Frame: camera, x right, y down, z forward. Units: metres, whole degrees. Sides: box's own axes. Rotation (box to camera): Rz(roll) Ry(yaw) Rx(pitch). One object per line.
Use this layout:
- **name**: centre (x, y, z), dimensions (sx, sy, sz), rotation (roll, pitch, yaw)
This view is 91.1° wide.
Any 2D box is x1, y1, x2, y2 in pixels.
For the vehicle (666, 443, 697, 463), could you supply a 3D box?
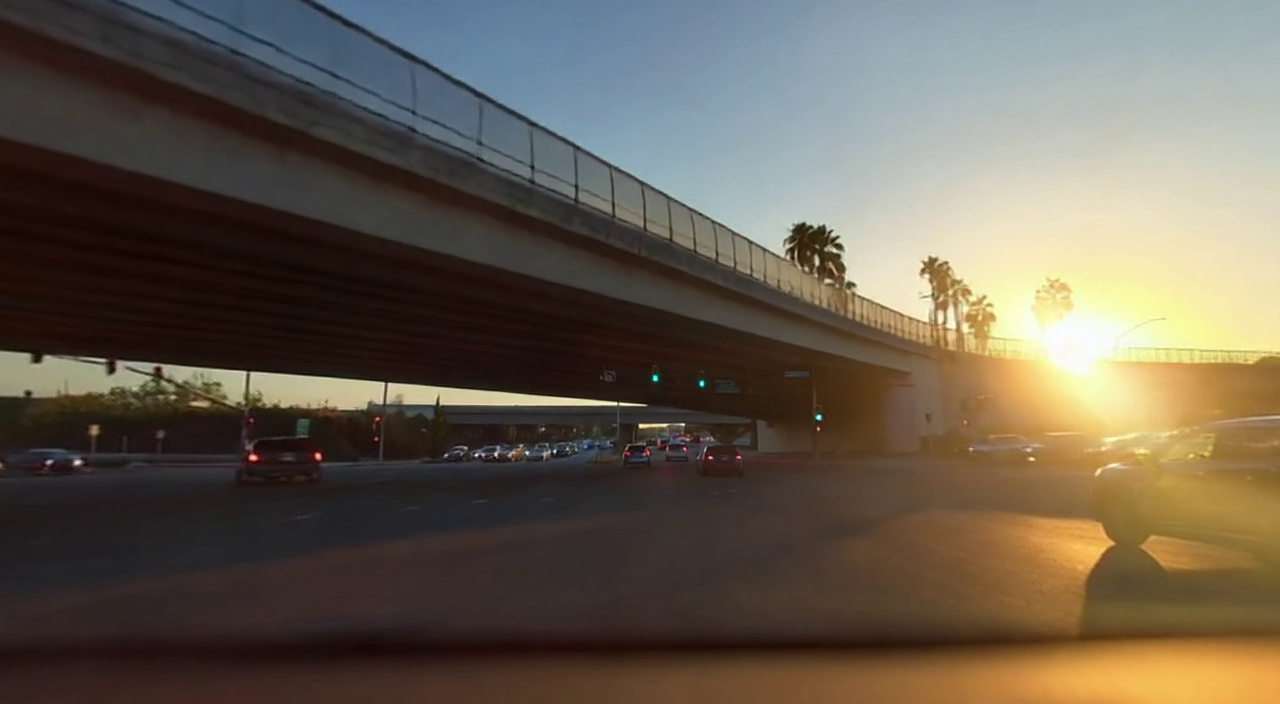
- **vehicle**: centre (3.284, 8.050, 49.968), dimensions (2.119, 1.509, 4.495), rotation (0, -9, 0)

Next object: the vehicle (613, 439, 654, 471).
- **vehicle**: centre (-0.354, 5.764, 35.313), dimensions (2.172, 1.694, 4.055), rotation (0, -9, 0)

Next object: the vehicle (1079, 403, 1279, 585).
- **vehicle**: centre (6.847, 1.376, 6.222), dimensions (1.964, 1.647, 4.114), rotation (0, -9, 0)

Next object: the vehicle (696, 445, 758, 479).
- **vehicle**: centre (3.815, 4.900, 28.311), dimensions (2.156, 1.404, 4.120), rotation (0, -9, -1)

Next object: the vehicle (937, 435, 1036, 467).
- **vehicle**: centre (20.245, 5.863, 36.915), dimensions (4.638, 1.694, 2.079), rotation (-5, -12, 19)

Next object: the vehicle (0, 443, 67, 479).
- **vehicle**: centre (-34.738, 5.947, 34.412), dimensions (5.302, 1.847, 2.233), rotation (-2, -9, 16)

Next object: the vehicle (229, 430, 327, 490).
- **vehicle**: centre (-14.240, 4.145, 24.519), dimensions (2.485, 2.012, 5.498), rotation (7, -11, -37)
